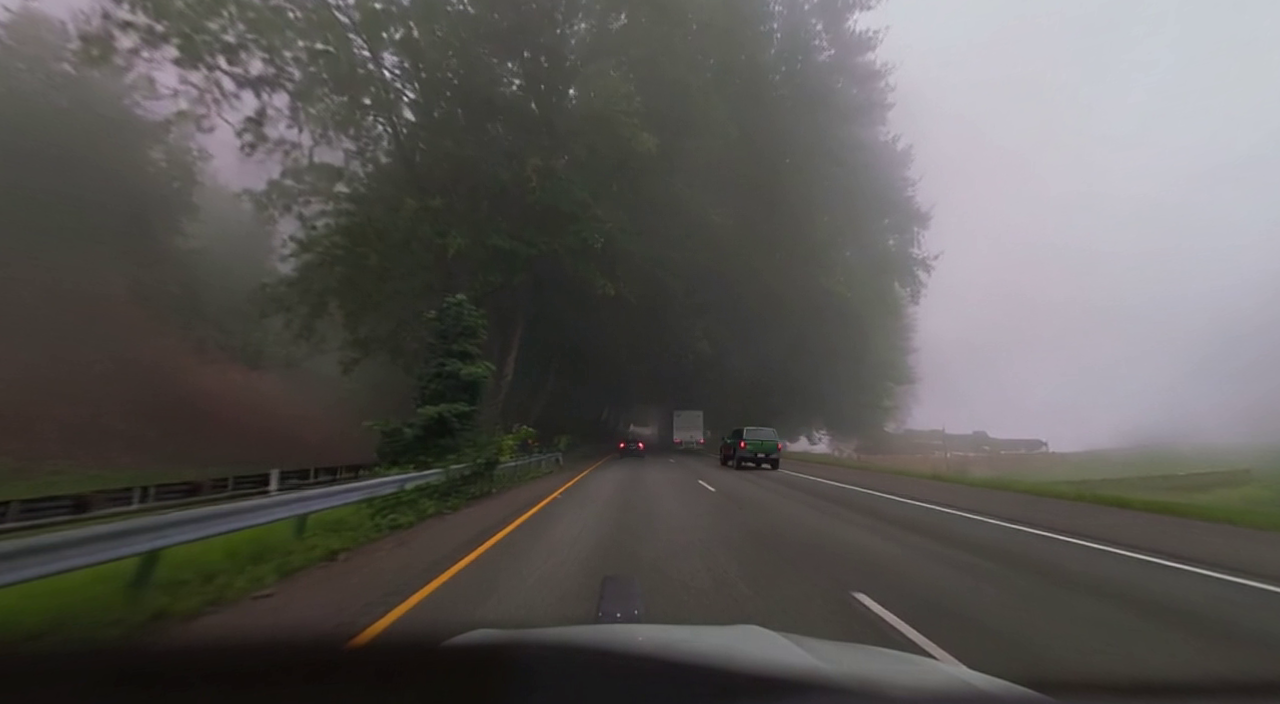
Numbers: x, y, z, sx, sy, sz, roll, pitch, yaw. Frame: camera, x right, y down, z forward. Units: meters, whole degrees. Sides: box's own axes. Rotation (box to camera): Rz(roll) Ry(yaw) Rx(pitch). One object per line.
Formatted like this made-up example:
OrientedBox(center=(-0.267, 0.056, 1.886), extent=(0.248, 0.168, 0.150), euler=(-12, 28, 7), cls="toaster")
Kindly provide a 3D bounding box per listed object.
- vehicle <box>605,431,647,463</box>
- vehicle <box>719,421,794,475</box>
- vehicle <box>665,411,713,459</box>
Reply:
OrientedBox(center=(-0.769, 5.288, 35.339), extent=(2.206, 1.681, 4.111), euler=(0, -8, -1), cls="vehicle")
OrientedBox(center=(4.458, 3.741, 24.867), extent=(2.073, 1.905, 4.023), euler=(0, -8, -2), cls="vehicle")
OrientedBox(center=(3.256, 5.787, 43.871), extent=(2.728, 3.053, 7.708), euler=(0, -8, 0), cls="vehicle")
